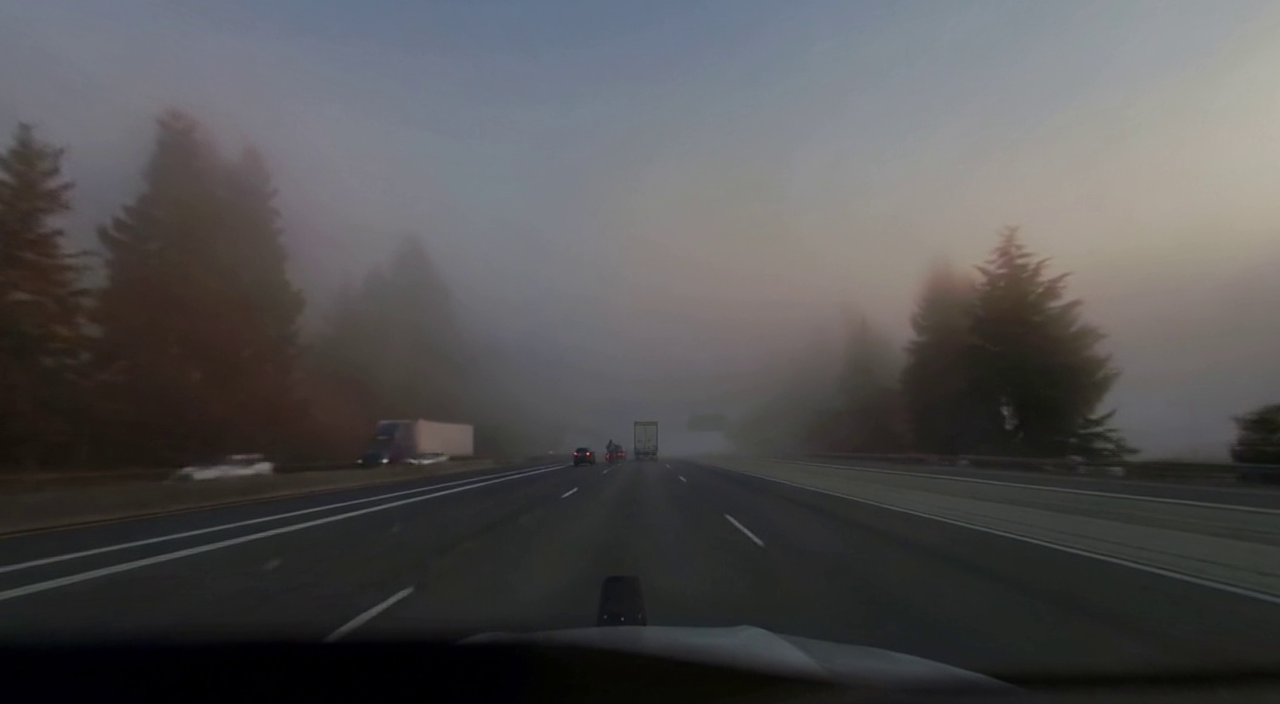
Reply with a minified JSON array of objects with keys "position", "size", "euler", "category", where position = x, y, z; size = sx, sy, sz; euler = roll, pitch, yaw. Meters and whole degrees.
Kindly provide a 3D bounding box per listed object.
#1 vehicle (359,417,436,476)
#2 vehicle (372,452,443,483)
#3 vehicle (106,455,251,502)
[{"position":[-17.192,6.742,45.191],"size":[3.007,3.936,5.906],"euler":[0,-8,1],"category":"vehicle"},{"position":[-12.422,6.181,33.985],"size":[2.032,1.455,4.500],"euler":[0,-9,1],"category":"vehicle"},{"position":[-16.486,4.515,22.859],"size":[1.845,1.469,4.318],"euler":[0,-9,2],"category":"vehicle"}]
